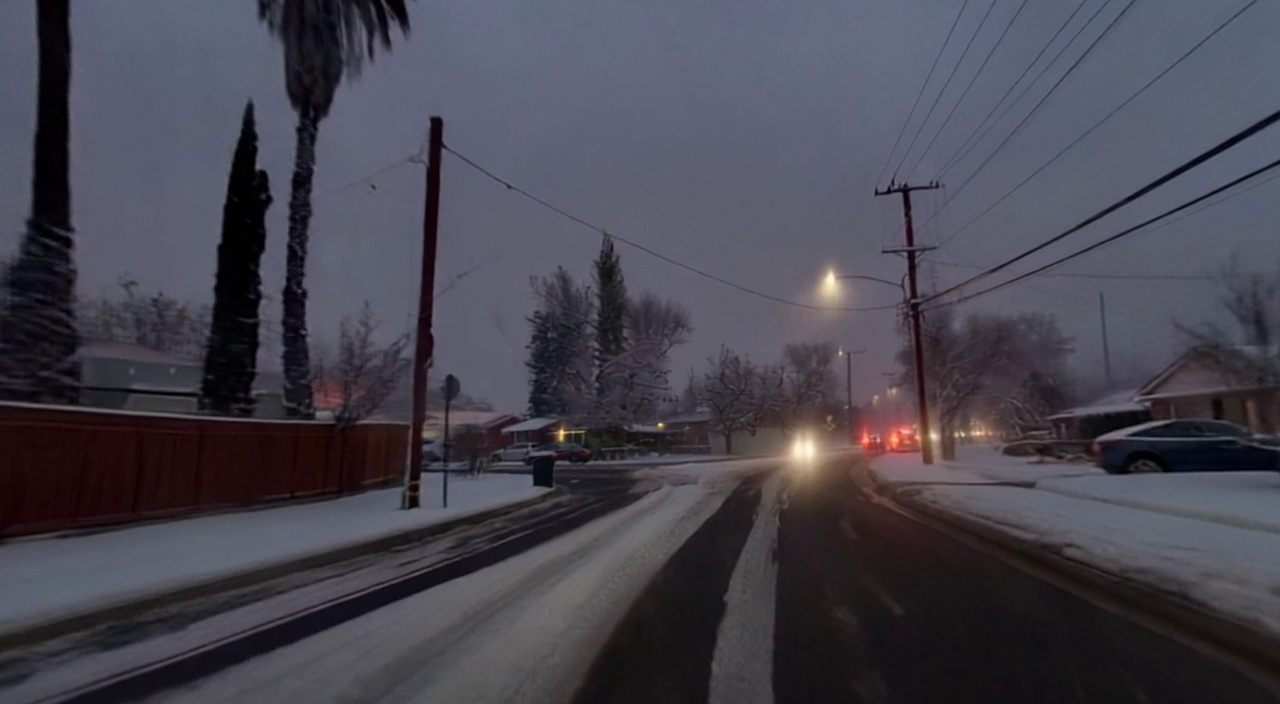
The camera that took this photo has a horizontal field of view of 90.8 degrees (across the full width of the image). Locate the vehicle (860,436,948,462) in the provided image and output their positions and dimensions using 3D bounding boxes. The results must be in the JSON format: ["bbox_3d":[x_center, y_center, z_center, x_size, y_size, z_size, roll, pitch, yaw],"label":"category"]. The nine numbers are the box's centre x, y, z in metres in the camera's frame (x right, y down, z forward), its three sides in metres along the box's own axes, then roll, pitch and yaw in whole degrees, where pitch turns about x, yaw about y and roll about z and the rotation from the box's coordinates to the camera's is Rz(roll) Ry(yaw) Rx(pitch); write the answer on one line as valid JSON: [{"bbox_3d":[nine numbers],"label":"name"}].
[{"bbox_3d":[15.304,5.654,36.770,4.531,1.447,1.814,-4,-10,21],"label":"vehicle"}]

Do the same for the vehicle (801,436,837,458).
[{"bbox_3d":[14.128,7.485,49.647,1.955,1.632,3.688,-4,-9,26],"label":"vehicle"}]

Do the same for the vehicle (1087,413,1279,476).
[{"bbox_3d":[14.557,2.354,16.083,4.641,1.498,2.001,-1,-9,8],"label":"vehicle"}]
